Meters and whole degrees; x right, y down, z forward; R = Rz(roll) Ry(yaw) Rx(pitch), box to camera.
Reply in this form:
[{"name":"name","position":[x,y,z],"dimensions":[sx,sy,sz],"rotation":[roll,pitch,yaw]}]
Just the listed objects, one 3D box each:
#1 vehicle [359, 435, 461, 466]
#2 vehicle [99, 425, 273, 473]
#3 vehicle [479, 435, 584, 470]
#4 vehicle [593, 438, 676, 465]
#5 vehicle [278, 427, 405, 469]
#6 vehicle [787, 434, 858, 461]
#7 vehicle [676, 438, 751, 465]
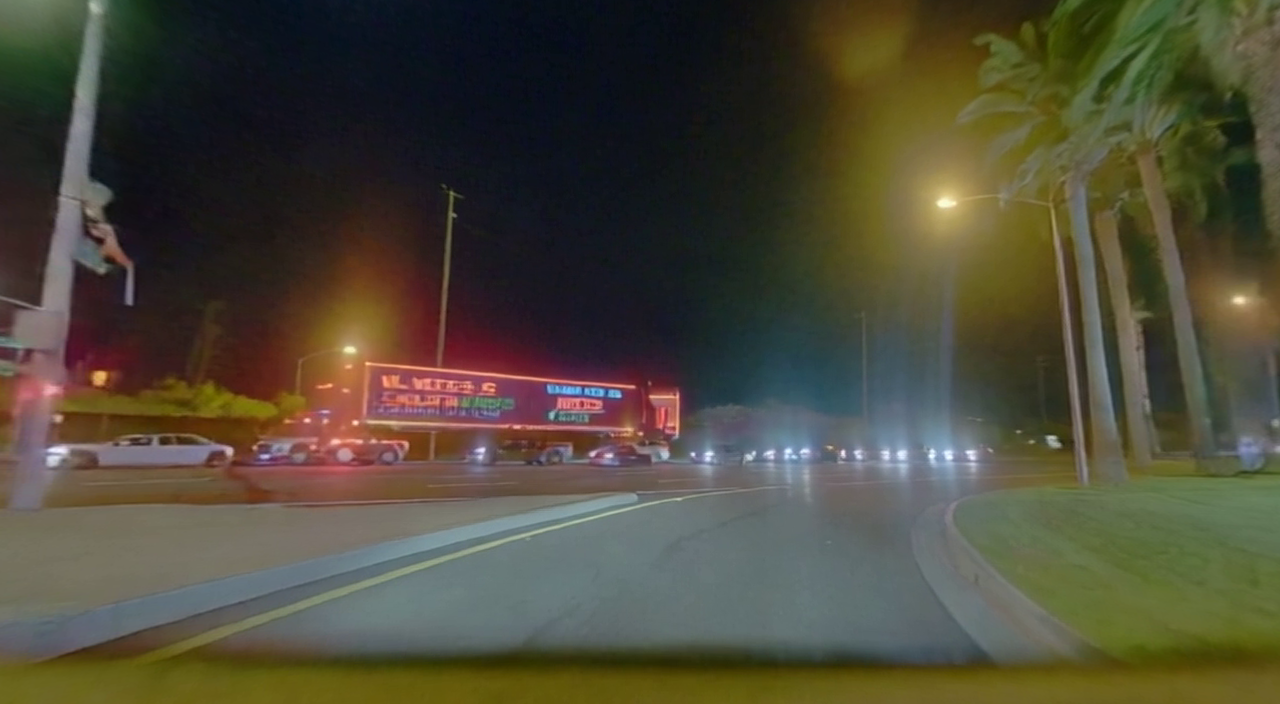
[{"name":"vehicle","position":[-14.481,6.214,39.709],"dimensions":[5.616,1.839,2.071],"rotation":[6,-11,-37]},{"name":"vehicle","position":[-15.781,3.444,22.079],"dimensions":[4.648,1.501,1.862],"rotation":[8,-12,-36]},{"name":"vehicle","position":[-5.678,5.258,33.083],"dimensions":[5.112,1.593,1.865],"rotation":[4,-11,-36]},{"name":"vehicle","position":[-0.252,5.929,37.406],"dimensions":[4.774,1.493,1.854],"rotation":[7,-10,-37]},{"name":"vehicle","position":[-13.105,4.216,27.684],"dimensions":[4.713,1.664,1.909],"rotation":[5,-11,-37]},{"name":"vehicle","position":[14.048,7.338,48.148],"dimensions":[5.617,1.904,2.184],"rotation":[6,-13,-36]},{"name":"vehicle","position":[4.396,5.892,37.289],"dimensions":[4.356,1.543,1.844],"rotation":[6,-11,-37]}]
